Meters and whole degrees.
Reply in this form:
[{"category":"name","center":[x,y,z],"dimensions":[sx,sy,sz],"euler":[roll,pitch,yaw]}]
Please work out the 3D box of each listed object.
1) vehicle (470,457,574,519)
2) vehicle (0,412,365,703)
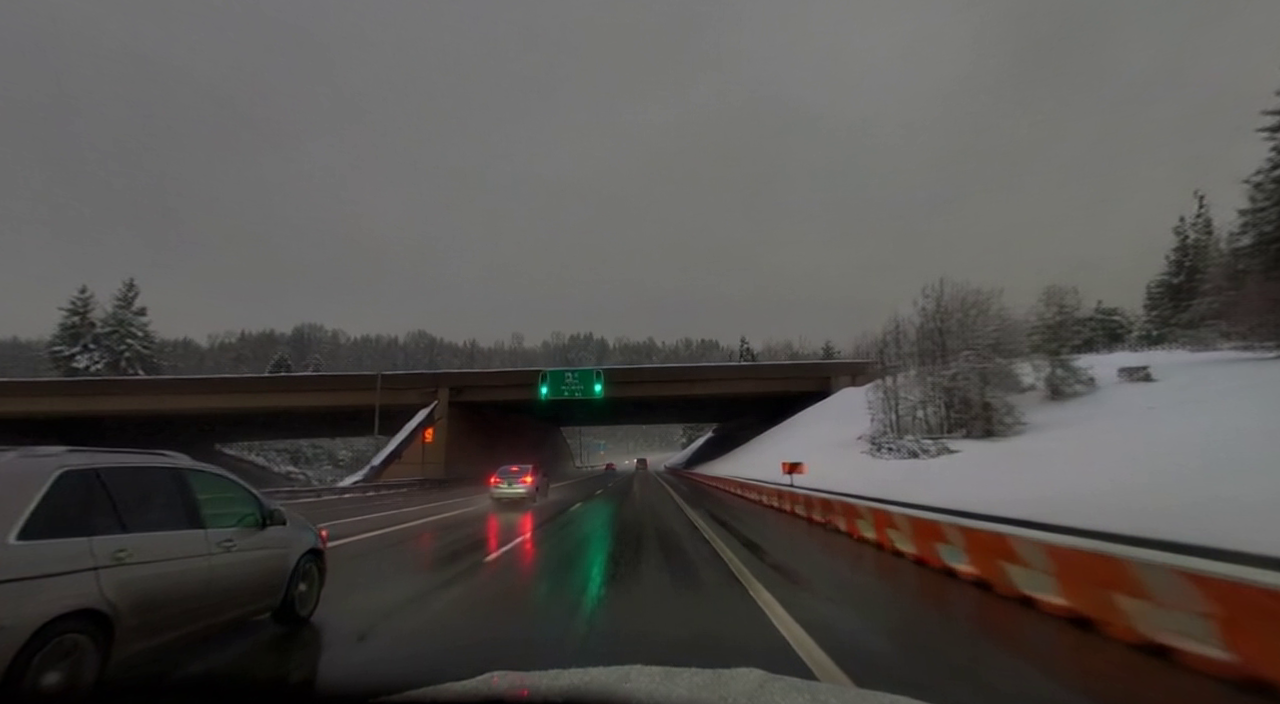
[{"category":"vehicle","center":[-3.091,3.666,17.288],"dimensions":[1.992,1.466,3.690],"euler":[0,-10,2]},{"category":"vehicle","center":[-3.562,1.097,3.086],"dimensions":[2.023,1.507,5.082],"euler":[1,-10,1]}]
